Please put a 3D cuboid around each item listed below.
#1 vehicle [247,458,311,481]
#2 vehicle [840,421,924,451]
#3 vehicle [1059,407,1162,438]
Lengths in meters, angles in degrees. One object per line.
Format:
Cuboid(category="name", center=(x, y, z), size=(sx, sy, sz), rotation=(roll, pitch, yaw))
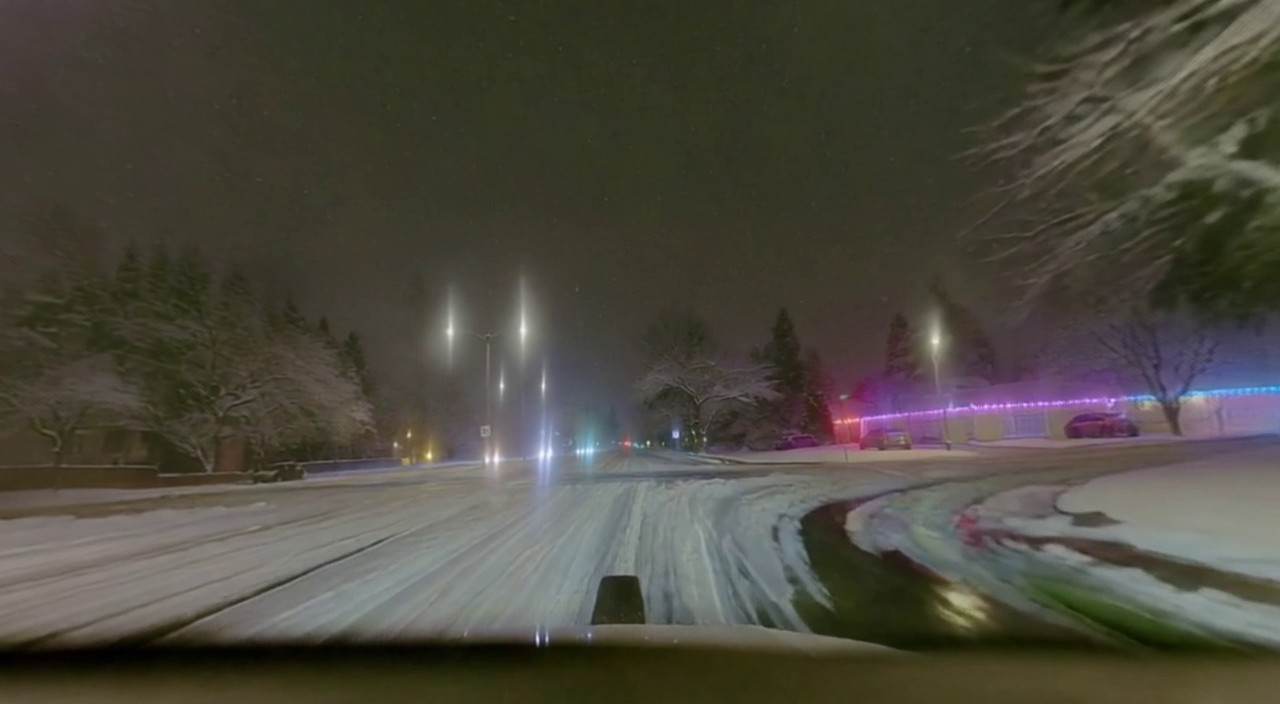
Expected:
Cuboid(category="vehicle", center=(-26.038, 8.504, 45.797), size=(1.828, 1.448, 4.689), rotation=(-1, -8, 1))
Cuboid(category="vehicle", center=(15.076, 5.264, 39.461), size=(4.268, 1.589, 2.156), rotation=(-2, -9, -6))
Cuboid(category="vehicle", center=(29.990, 4.523, 40.352), size=(4.934, 1.910, 2.165), rotation=(0, -7, -3))
